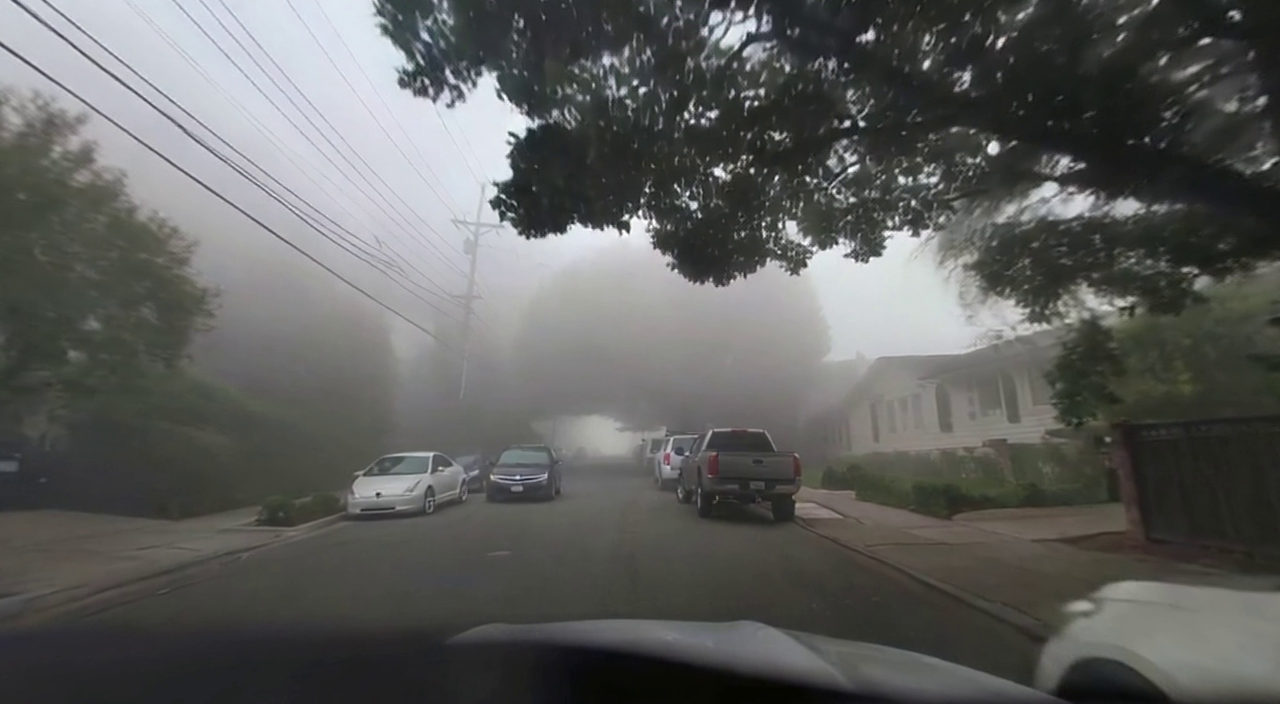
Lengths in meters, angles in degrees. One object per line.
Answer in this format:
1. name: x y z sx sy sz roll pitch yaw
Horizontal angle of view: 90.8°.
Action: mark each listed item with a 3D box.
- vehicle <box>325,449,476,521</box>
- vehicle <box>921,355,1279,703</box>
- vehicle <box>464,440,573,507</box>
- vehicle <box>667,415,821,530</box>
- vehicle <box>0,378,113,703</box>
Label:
1. vehicle: -5.489 3.069 15.161 1.932 1.431 4.198 0 -8 1
2. vehicle: 2.282 0.639 0.240 2.034 1.530 4.790 1 -8 -2
3. vehicle: -3.061 3.180 17.112 2.060 1.525 4.876 0 -8 -1
4. vehicle: 1.801 2.303 12.645 2.032 1.839 4.597 1 -8 -4
5. vehicle: -4.619 0.851 1.912 2.110 1.875 4.603 0 -8 -2
